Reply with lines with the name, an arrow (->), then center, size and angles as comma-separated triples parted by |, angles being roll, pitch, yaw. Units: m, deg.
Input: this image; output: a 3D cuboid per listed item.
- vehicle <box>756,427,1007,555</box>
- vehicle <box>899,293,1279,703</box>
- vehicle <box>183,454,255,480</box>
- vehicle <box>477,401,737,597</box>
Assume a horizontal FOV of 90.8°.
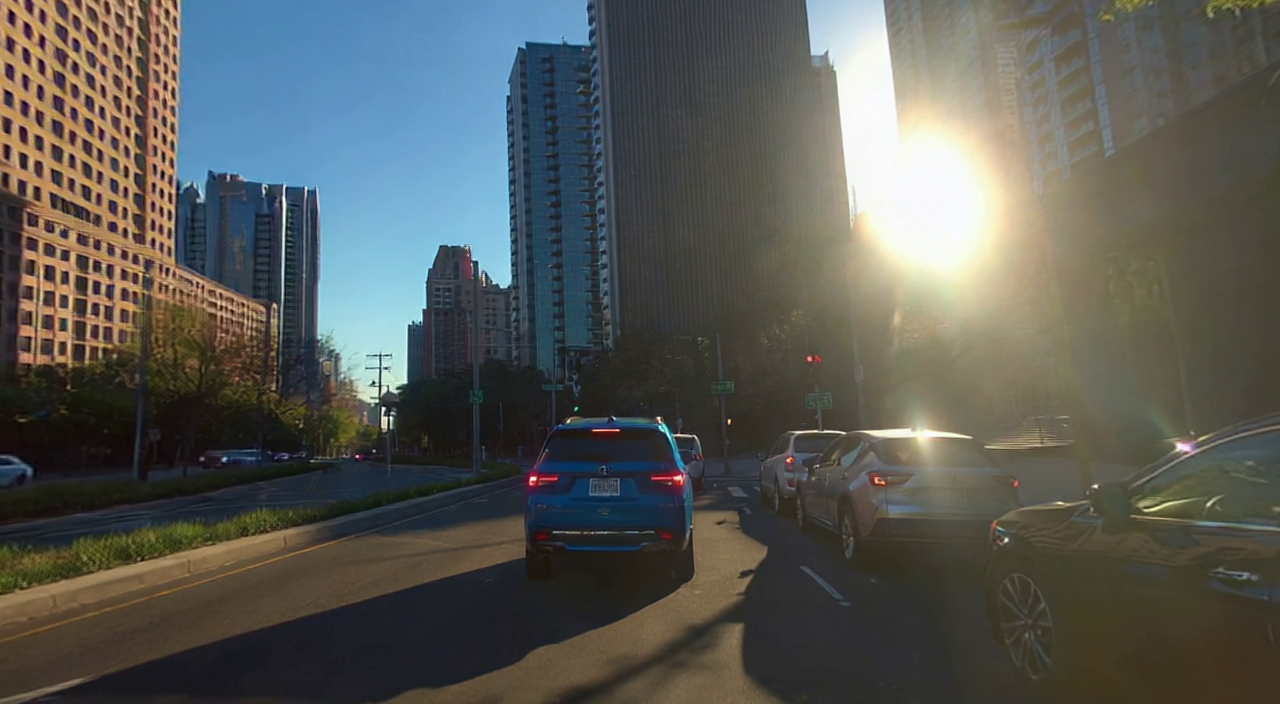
vehicle -> 3.278, 1.991, 9.805 | 1.941, 1.482, 4.632 | 0, -9, -2
vehicle -> 2.997, 0.752, 2.259 | 2.063, 1.760, 4.664 | 0, -9, -1
vehicle -> -26.313, 7.151, 39.658 | 1.960, 1.459, 4.699 | 1, -9, -10
vehicle -> -0.336, 1.586, 7.617 | 2.249, 1.684, 4.084 | 0, -9, -2
